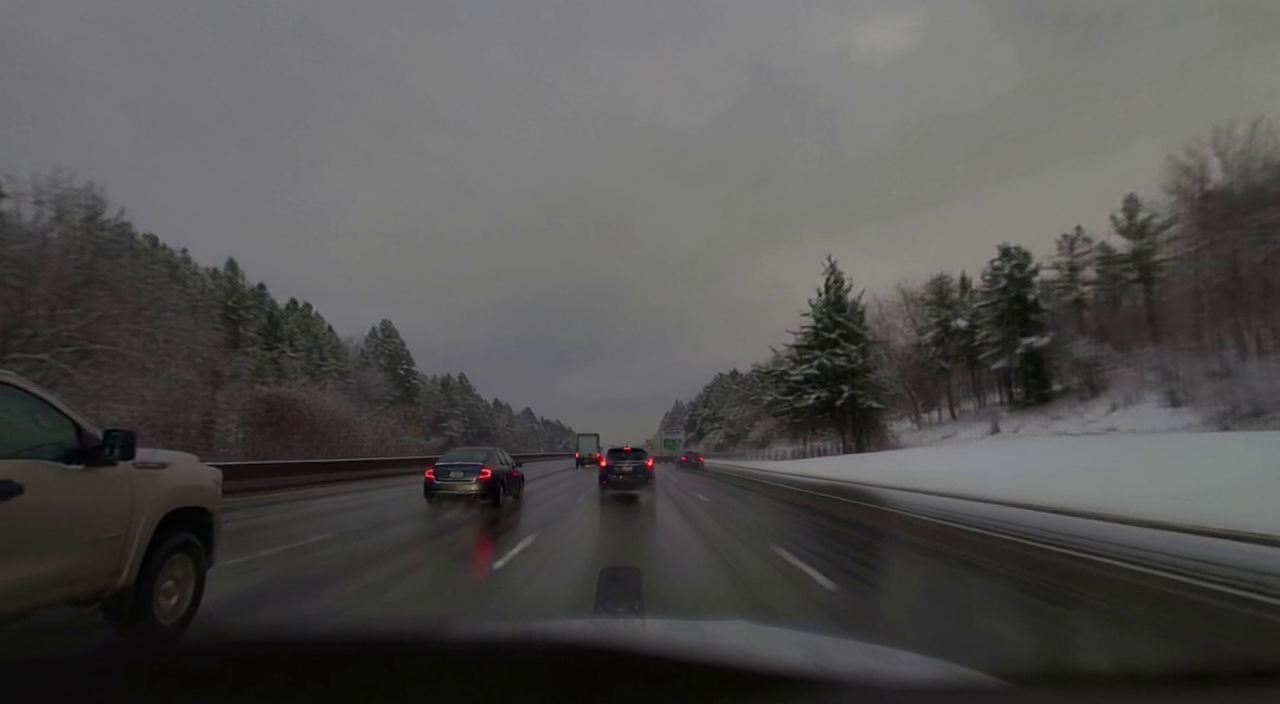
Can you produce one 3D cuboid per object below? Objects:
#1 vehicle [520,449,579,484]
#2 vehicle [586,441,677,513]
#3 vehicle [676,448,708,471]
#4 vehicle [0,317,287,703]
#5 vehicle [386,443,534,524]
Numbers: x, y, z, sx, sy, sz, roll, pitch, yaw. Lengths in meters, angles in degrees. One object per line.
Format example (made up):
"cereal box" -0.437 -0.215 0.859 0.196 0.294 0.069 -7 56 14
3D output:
"vehicle" -4.012 5.172 28.760 1.999 1.484 4.269 0 -9 1
"vehicle" -0.196 3.020 15.630 1.996 1.574 3.426 0 -9 0
"vehicle" 3.660 7.688 45.114 1.858 1.537 3.838 0 -9 -2
"vehicle" -3.938 0.747 2.416 2.243 1.889 4.949 0 -9 0
"vehicle" -3.758 2.829 14.101 1.988 1.501 4.438 0 -9 0
